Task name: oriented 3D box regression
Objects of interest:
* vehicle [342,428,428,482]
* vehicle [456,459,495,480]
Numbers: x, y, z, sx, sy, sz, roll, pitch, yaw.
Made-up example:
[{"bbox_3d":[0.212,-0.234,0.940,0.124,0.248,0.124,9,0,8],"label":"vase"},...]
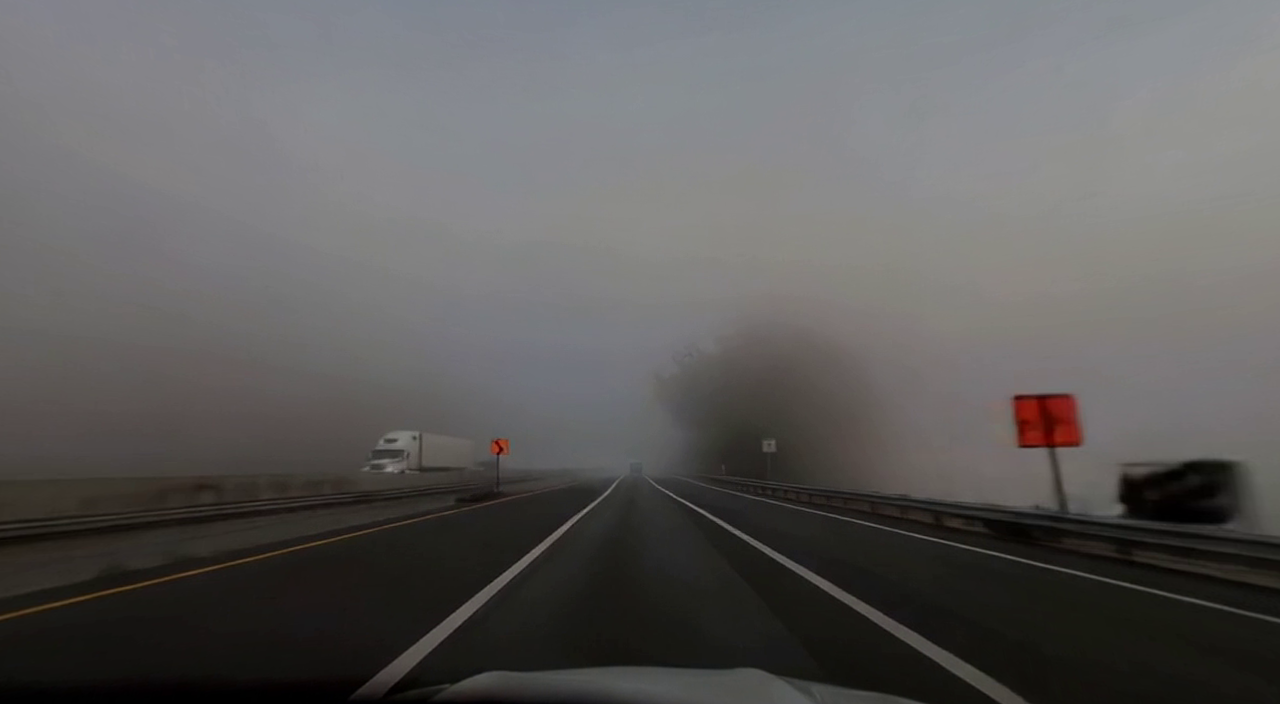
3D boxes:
[{"bbox_3d":[-16.692,6.913,41.873,2.701,3.278,6.997,0,-11,0],"label":"vehicle"},{"bbox_3d":[-12.718,9.133,48.987,1.838,1.494,4.195,1,-10,0],"label":"vehicle"}]
